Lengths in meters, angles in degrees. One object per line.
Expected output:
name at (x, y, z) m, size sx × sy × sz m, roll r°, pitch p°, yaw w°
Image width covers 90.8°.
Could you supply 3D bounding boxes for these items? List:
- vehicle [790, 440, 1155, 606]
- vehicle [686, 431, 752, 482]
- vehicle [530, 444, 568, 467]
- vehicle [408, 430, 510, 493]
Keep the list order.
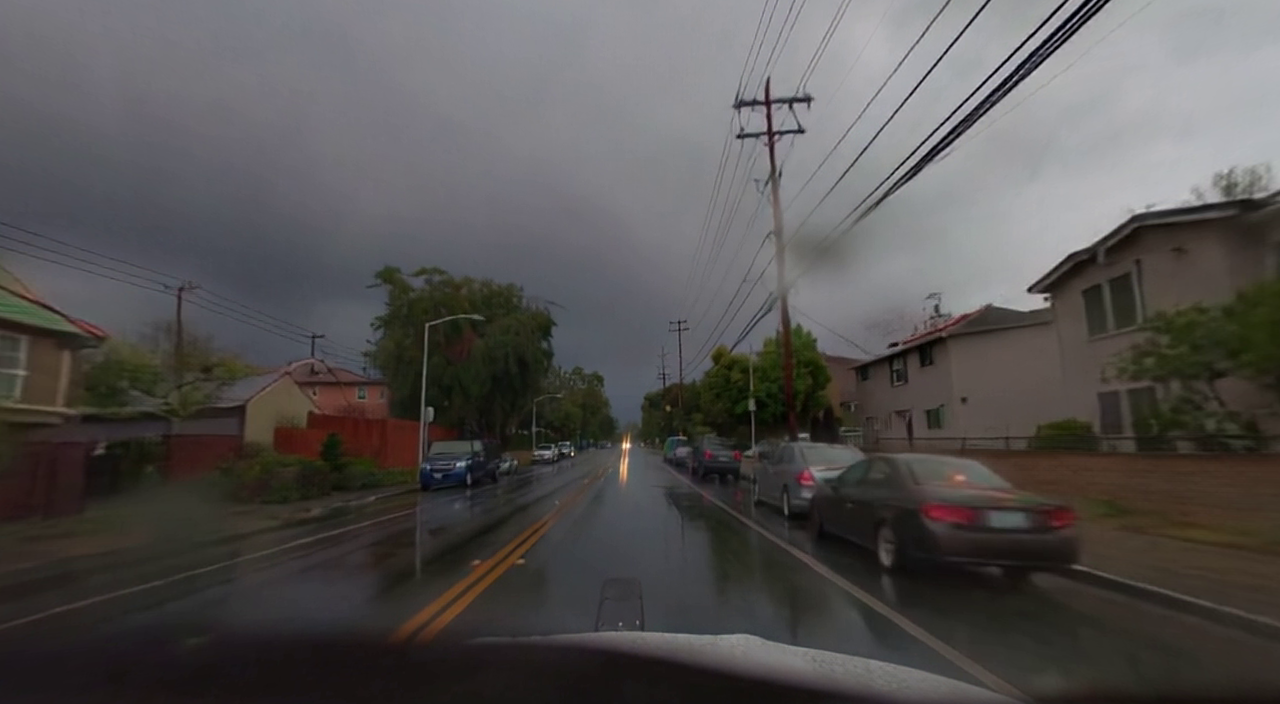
vehicle at (3.347, 1.772, 7.589) m, size 1.967 × 1.382 × 4.361 m, roll 0°, pitch -8°, yaw -1°
vehicle at (3.229, 4.402, 26.965) m, size 2.065 × 1.953 × 5.359 m, roll 0°, pitch -8°, yaw -1°
vehicle at (-6.920, 7.938, 48.604) m, size 2.084 × 1.573 × 4.599 m, roll -2°, pitch -7°, yaw 2°
vehicle at (-6.749, 4.092, 24.285) m, size 2.451 × 2.099 × 5.112 m, roll -1°, pitch -7°, yaw -1°
